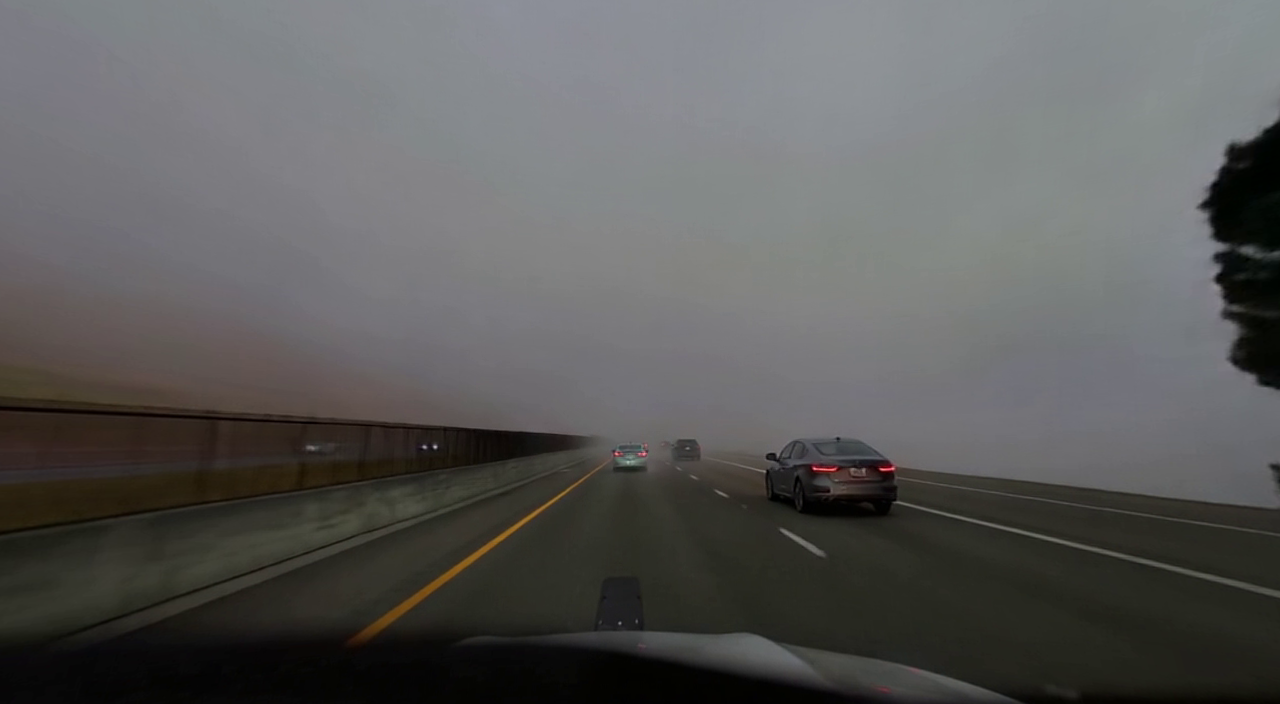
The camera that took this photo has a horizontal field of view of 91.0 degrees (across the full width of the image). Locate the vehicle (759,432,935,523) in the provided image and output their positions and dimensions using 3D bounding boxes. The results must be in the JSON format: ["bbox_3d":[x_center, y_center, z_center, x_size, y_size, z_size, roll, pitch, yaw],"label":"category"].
[{"bbox_3d":[3.772,2.357,12.370,1.957,1.447,4.241,0,-9,-1],"label":"vehicle"}]

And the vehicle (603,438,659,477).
[{"bbox_3d":[-0.331,4.237,25.475,2.085,1.449,3.860,0,-8,0],"label":"vehicle"}]

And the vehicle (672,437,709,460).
[{"bbox_3d":[3.822,7.455,48.604,2.436,1.704,4.694,0,-8,0],"label":"vehicle"}]

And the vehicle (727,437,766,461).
[{"bbox_3d":[7.667,7.041,45.741,1.996,1.637,3.990,0,-9,-2],"label":"vehicle"}]
